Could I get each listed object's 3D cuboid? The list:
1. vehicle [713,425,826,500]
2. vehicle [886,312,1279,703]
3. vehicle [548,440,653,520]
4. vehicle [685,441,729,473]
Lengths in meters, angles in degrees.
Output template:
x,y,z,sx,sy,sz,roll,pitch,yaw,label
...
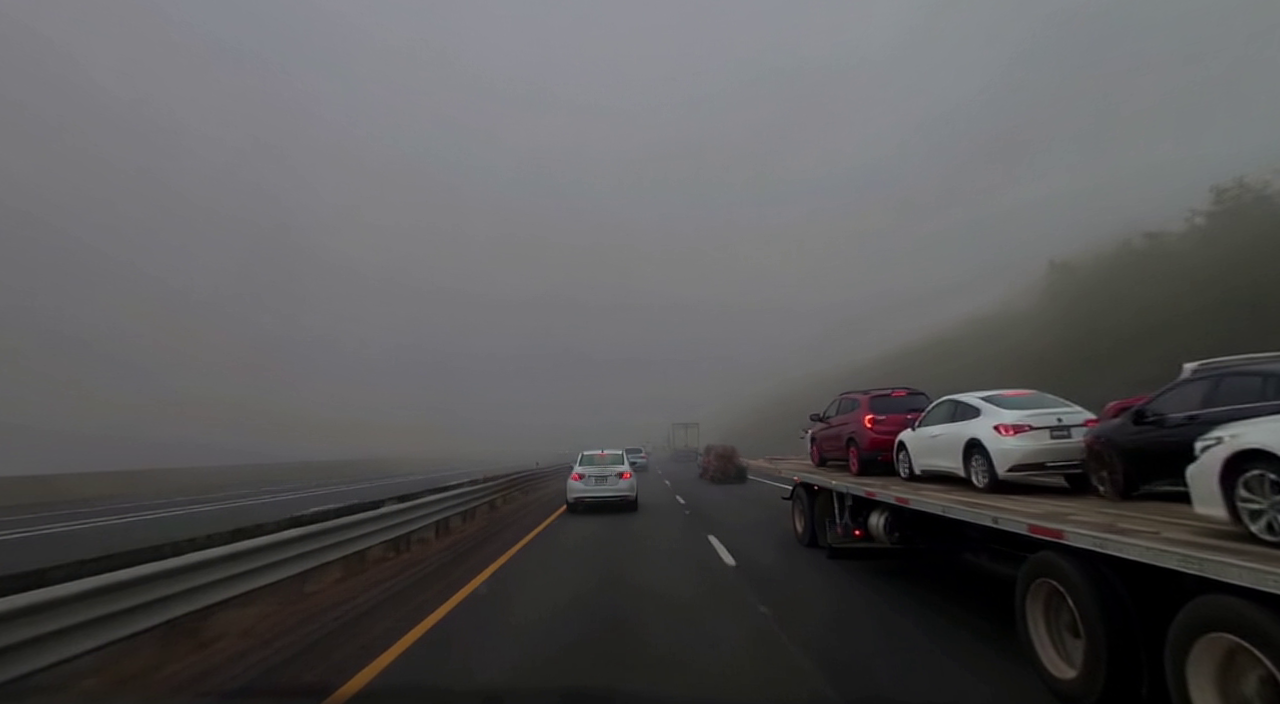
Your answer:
x,y,z,sx,sy,sz,roll,pitch,yaw,label
3.536,3.115,18.056,2.303,1.889,3.920,0,-9,-1,vehicle
3.438,0.981,3.926,1.959,1.783,4.407,0,-9,-1,vehicle
-0.732,2.707,13.765,1.991,1.466,3.675,0,-9,0,vehicle
3.738,5.940,35.834,1.938,1.660,4.223,0,-9,-1,vehicle
